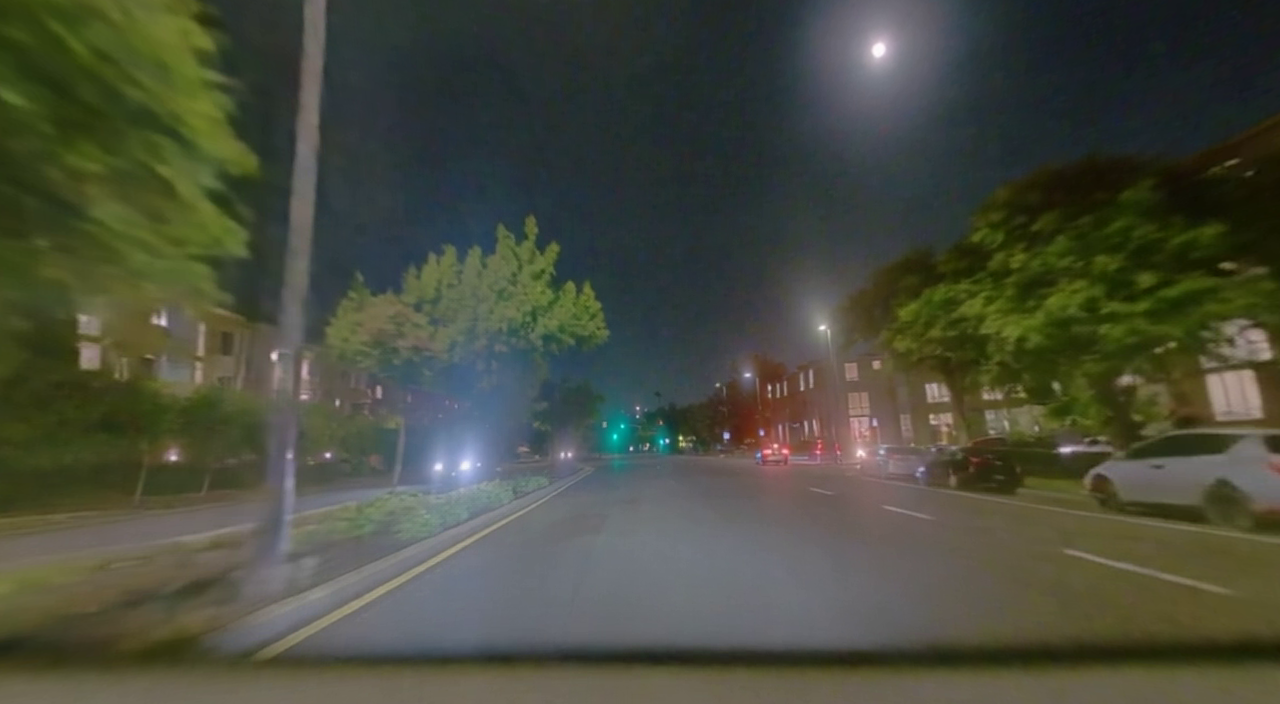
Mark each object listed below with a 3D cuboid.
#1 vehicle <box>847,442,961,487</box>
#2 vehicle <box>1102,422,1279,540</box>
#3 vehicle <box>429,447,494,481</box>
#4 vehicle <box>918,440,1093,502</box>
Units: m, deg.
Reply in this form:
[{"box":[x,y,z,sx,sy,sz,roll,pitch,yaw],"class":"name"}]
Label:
[{"box":[9.510,4.089,23.253,1.898,1.477,4.695,0,-9,-4],"class":"vehicle"},{"box":[9.868,1.965,9.906,1.970,1.610,4.247,0,-9,0],"class":"vehicle"},{"box":[-10.072,6.356,36.125,2.108,1.794,4.995,-1,-9,2],"class":"vehicle"},{"box":[9.699,3.189,17.339,1.930,1.453,4.665,0,-9,-1],"class":"vehicle"}]
